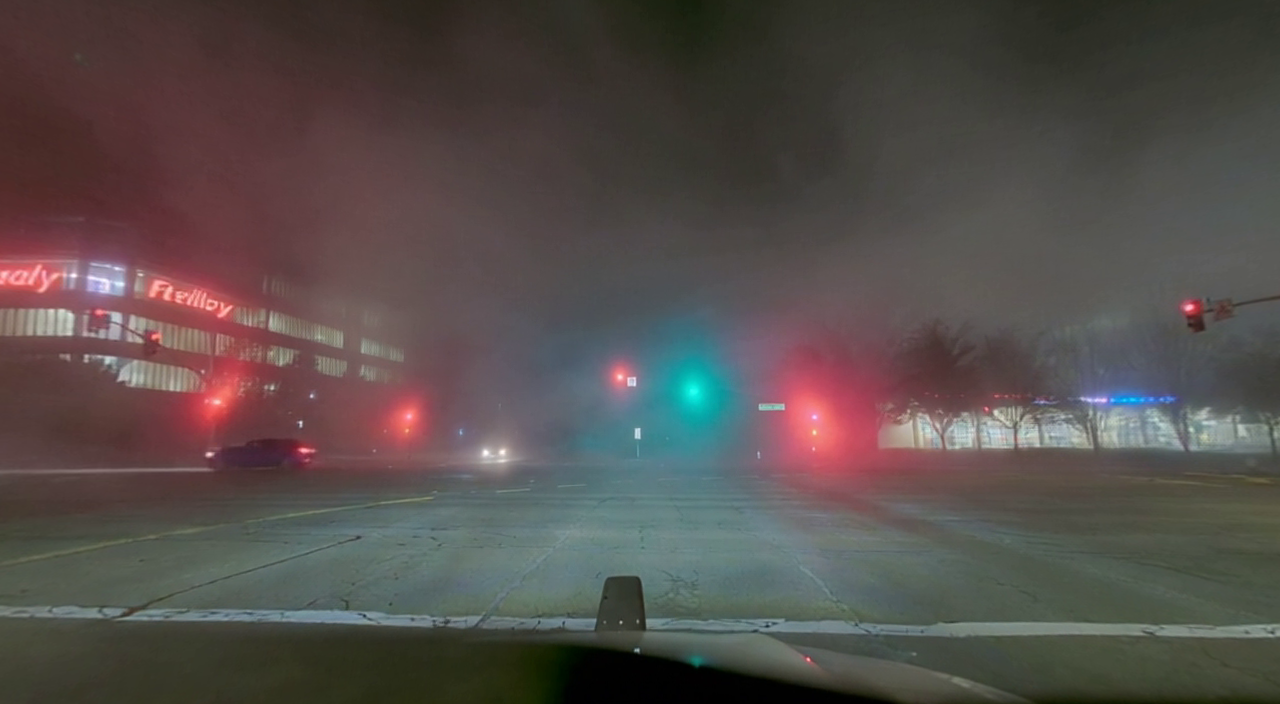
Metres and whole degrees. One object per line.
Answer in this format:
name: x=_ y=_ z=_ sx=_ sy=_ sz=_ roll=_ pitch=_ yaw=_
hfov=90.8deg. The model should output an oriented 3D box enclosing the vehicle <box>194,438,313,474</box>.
vehicle: x=-19.531 y=5.258 z=32.104 sx=4.639 sy=1.699 sz=2.030 roll=1 pitch=-9 yaw=-6
